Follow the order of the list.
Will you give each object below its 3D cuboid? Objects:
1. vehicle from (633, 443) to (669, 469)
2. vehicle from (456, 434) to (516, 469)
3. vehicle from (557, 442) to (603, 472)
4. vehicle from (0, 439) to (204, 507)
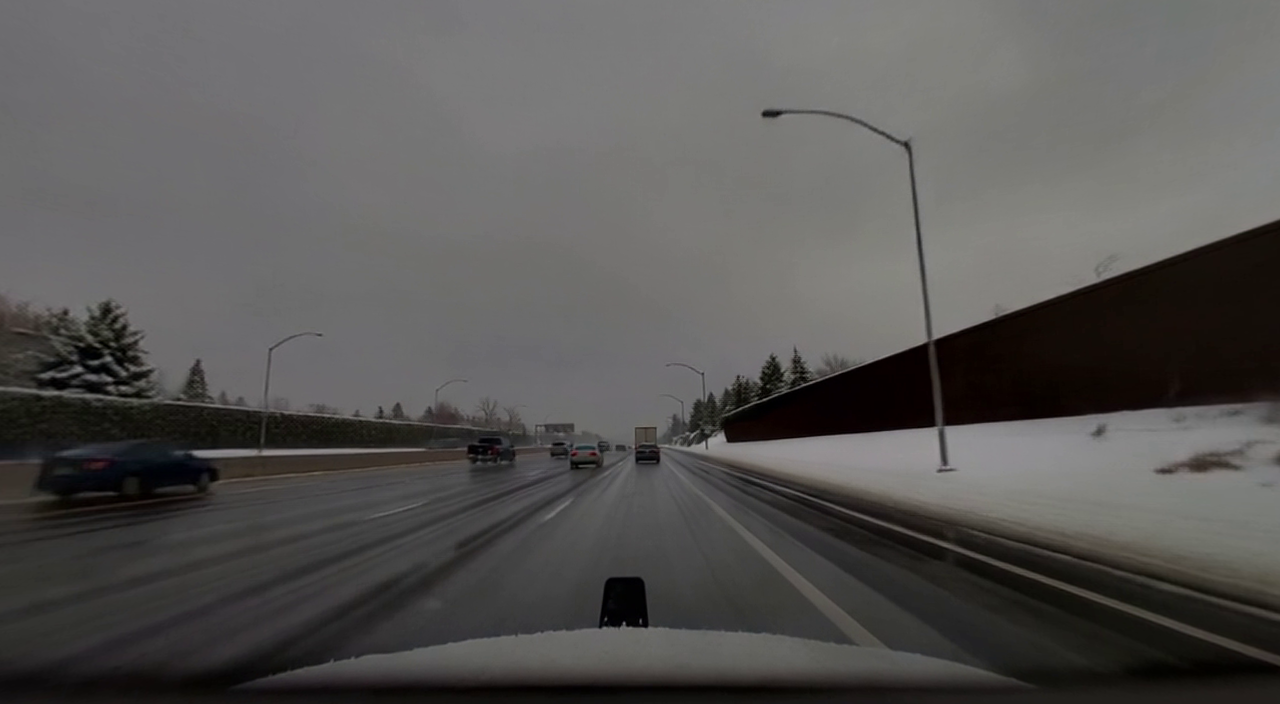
[{"bbox_3d":[0.648,6.319,38.600,2.073,1.480,4.343,-1,-8,0],"label":"vehicle"},{"bbox_3d":[-9.811,6.405,40.841,2.339,2.018,5.790,-1,-8,1],"label":"vehicle"},{"bbox_3d":[-3.237,5.755,34.766,2.056,1.480,4.022,-1,-8,1],"label":"vehicle"},{"bbox_3d":[-13.796,2.983,16.095,1.952,1.469,4.639,-1,-8,1],"label":"vehicle"}]
